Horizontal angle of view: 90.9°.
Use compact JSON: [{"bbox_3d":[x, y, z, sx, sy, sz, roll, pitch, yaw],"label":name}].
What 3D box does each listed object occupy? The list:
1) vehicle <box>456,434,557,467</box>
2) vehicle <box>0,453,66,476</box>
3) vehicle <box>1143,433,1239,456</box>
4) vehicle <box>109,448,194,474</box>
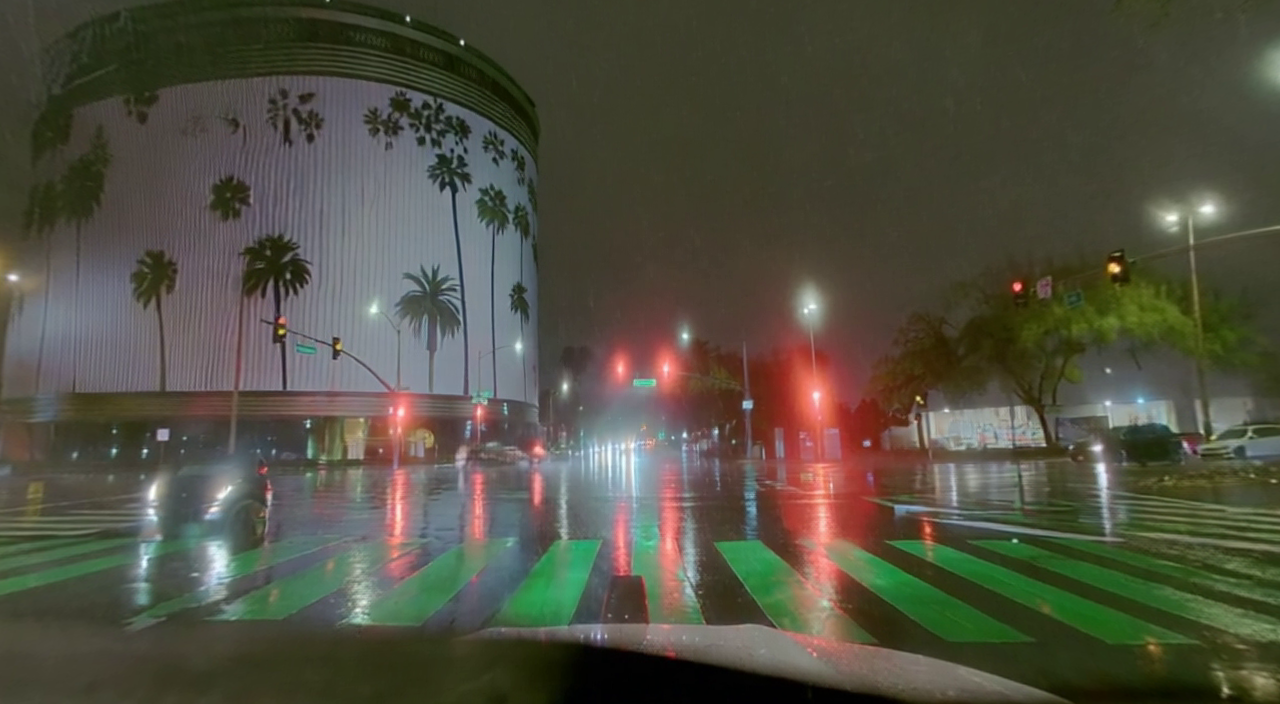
[{"bbox_3d":[-7.853,5.830,37.466,5.477,1.880,2.125,0,-8,1],"label":"vehicle"},{"bbox_3d":[-41.679,7.602,42.763,3.698,1.508,1.779,0,-8,1],"label":"vehicle"},{"bbox_3d":[36.023,6.040,41.283,4.606,1.449,1.687,0,-8,2],"label":"vehicle"},{"bbox_3d":[-33.084,7.396,42.750,4.136,1.661,1.857,0,-8,1],"label":"vehicle"}]
